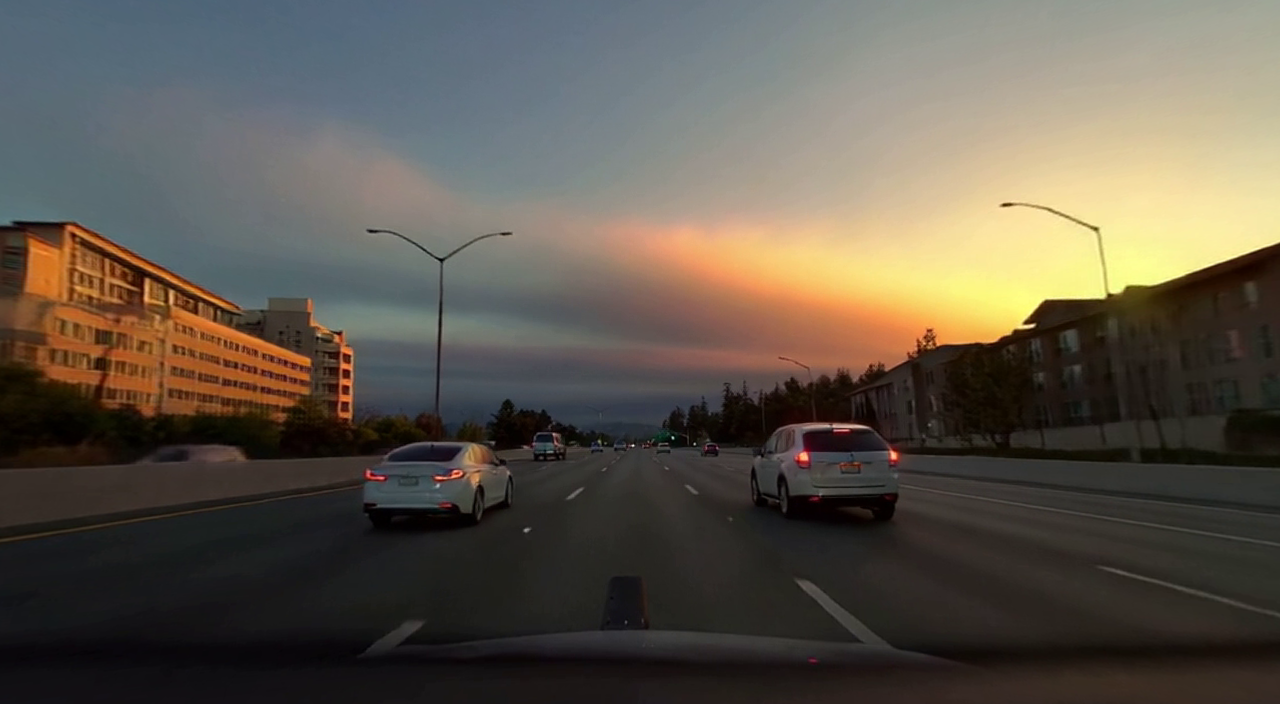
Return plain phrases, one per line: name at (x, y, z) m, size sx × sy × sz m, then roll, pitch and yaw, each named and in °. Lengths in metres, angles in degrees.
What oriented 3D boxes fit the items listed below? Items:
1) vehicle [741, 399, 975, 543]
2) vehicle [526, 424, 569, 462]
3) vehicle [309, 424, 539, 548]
vehicle at (3.232, 1.901, 10.685) m, size 2.148 × 1.852 × 4.835 m, roll 0°, pitch -8°, yaw -1°
vehicle at (-7.176, 7.171, 49.698) m, size 2.362 × 2.778 × 6.630 m, roll 0°, pitch -8°, yaw 0°
vehicle at (-3.129, 2.051, 10.410) m, size 2.080 × 1.542 × 4.718 m, roll 0°, pitch -8°, yaw 1°
